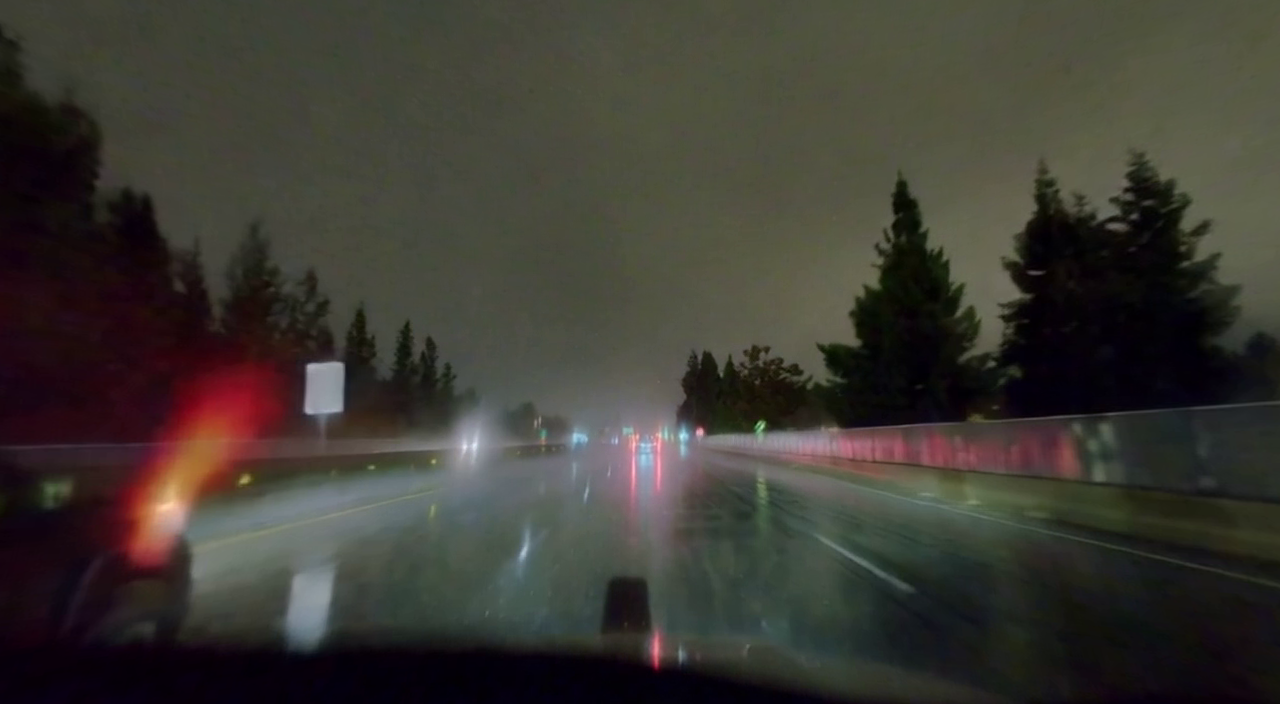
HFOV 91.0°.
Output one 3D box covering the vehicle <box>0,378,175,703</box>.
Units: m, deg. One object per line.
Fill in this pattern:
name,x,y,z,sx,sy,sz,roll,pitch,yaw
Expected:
vehicle,-3.982,0.731,1.760,2.051,1.531,4.250,0,-8,1
